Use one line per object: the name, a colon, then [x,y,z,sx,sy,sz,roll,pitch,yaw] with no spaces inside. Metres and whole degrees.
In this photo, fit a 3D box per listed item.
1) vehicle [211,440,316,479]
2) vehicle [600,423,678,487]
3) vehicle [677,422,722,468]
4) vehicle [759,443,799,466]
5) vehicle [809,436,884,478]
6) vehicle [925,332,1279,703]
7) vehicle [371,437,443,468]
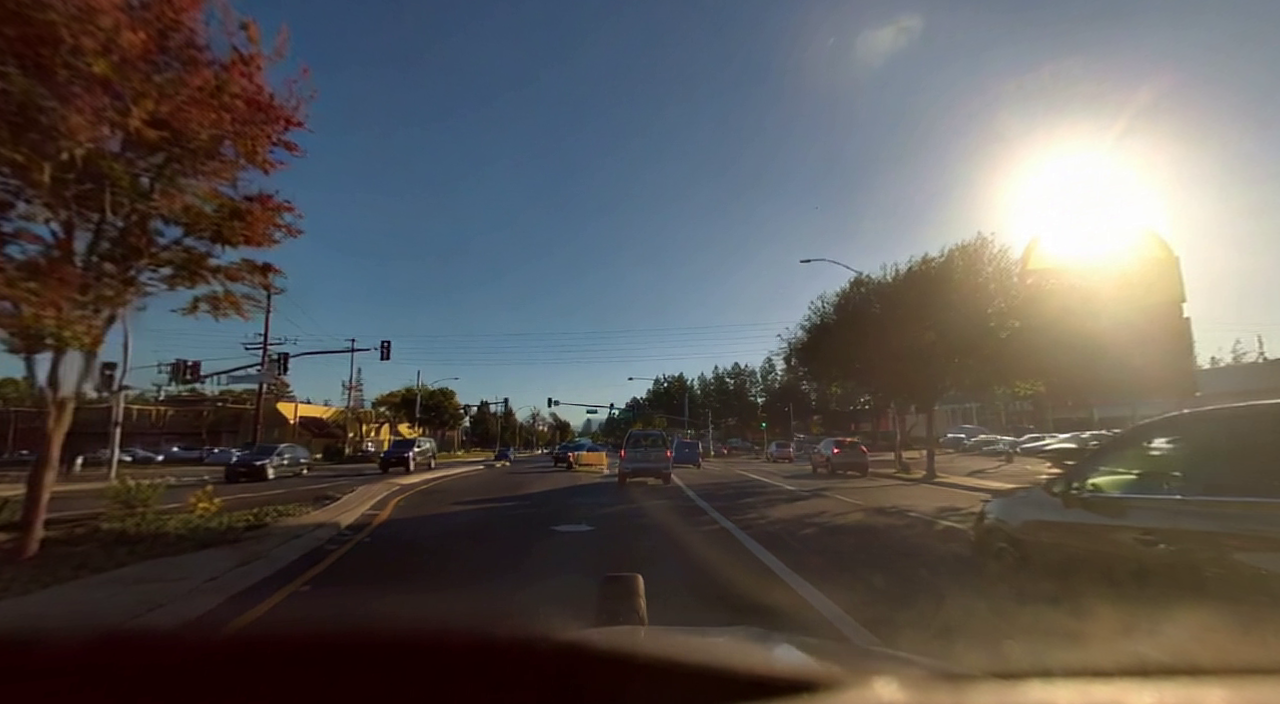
vehicle: [-18.752,5.356,31.814,2.050,1.797,4.945,0,-9,2]
vehicle: [-0.077,3.487,21.627,2.402,1.938,4.535,0,-9,-1]
vehicle: [3.583,5.709,39.100,2.239,2.586,4.586,1,-8,-1]
vehicle: [9.692,7.138,44.308,1.879,1.517,4.006,0,-9,0]
vehicle: [9.414,4.822,29.160,1.977,1.786,4.344,0,-8,0]
vehicle: [3.367,0.874,2.835,2.076,1.716,4.416,0,-9,0]
vehicle: [-14.528,6.284,39.678,2.311,1.849,4.889,-1,-9,5]
